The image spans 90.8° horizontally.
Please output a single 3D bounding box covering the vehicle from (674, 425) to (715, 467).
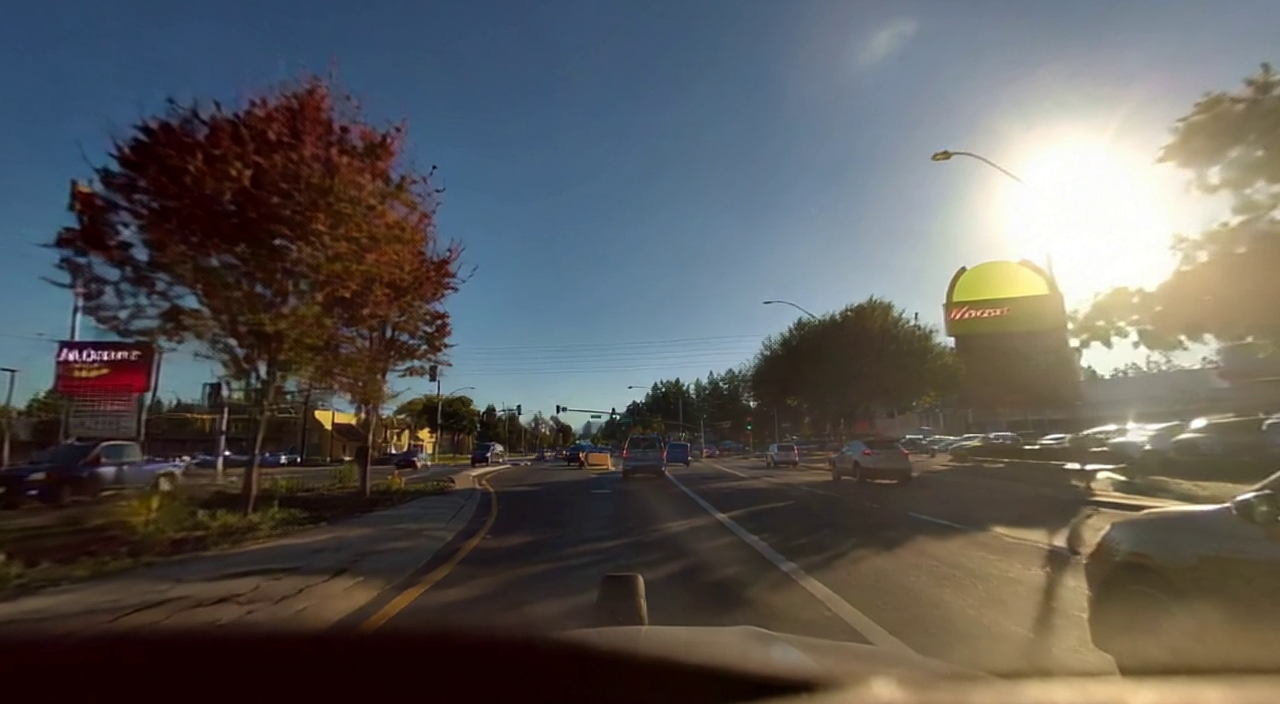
[{"bbox_3d":[3.576,6.252,42.061,2.239,2.586,4.586,0,-8,-1],"label":"vehicle"}]

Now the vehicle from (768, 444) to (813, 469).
[{"bbox_3d":[9.425,6.561,39.829,1.879,1.517,4.006,0,-9,0],"label":"vehicle"}]

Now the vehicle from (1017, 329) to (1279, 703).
[{"bbox_3d":[3.422,0.680,1.676,2.076,1.716,4.416,0,-9,0],"label":"vehicle"}]

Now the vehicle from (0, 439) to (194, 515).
[{"bbox_3d":[-14.408,3.231,16.658,2.136,1.676,4.371,-1,-9,-2],"label":"vehicle"}]

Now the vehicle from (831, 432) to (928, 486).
[{"bbox_3d":[8.814,3.971,23.701,1.977,1.786,4.344,0,-9,2],"label":"vehicle"}]

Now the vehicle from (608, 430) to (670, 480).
[{"bbox_3d":[-0.078,4.347,26.880,2.402,1.938,4.535,0,-9,-1],"label":"vehicle"}]
